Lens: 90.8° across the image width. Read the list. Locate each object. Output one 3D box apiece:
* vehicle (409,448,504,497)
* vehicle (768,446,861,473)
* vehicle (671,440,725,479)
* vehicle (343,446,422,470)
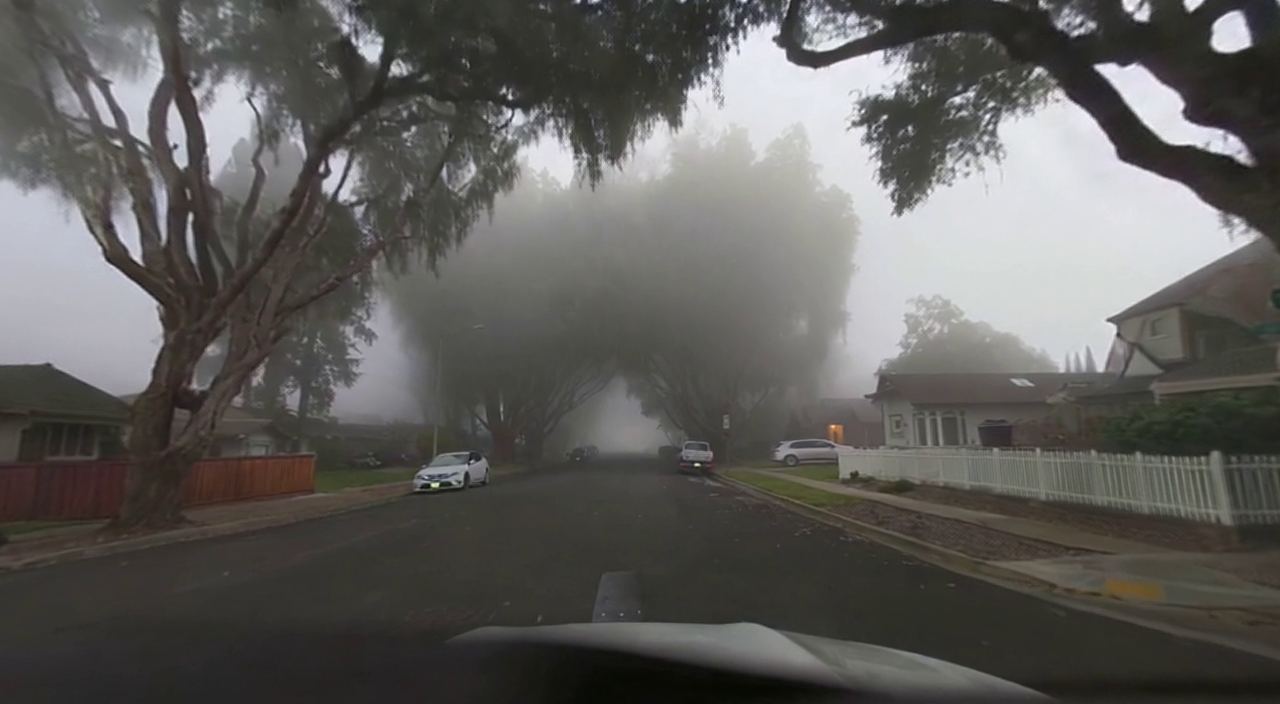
[{"bbox_3d":[-6.559,4.315,23.094,2.099,1.399,4.357,-4,-8,1],"label":"vehicle"},{"bbox_3d":[10.131,6.274,37.075,5.041,1.486,1.969,-1,-9,9],"label":"vehicle"},{"bbox_3d":[2.952,5.651,33.475,2.241,1.875,5.059,0,-8,-2],"label":"vehicle"},{"bbox_3d":[-16.487,6.818,40.583,4.276,1.463,1.832,-1,-9,6],"label":"vehicle"}]
